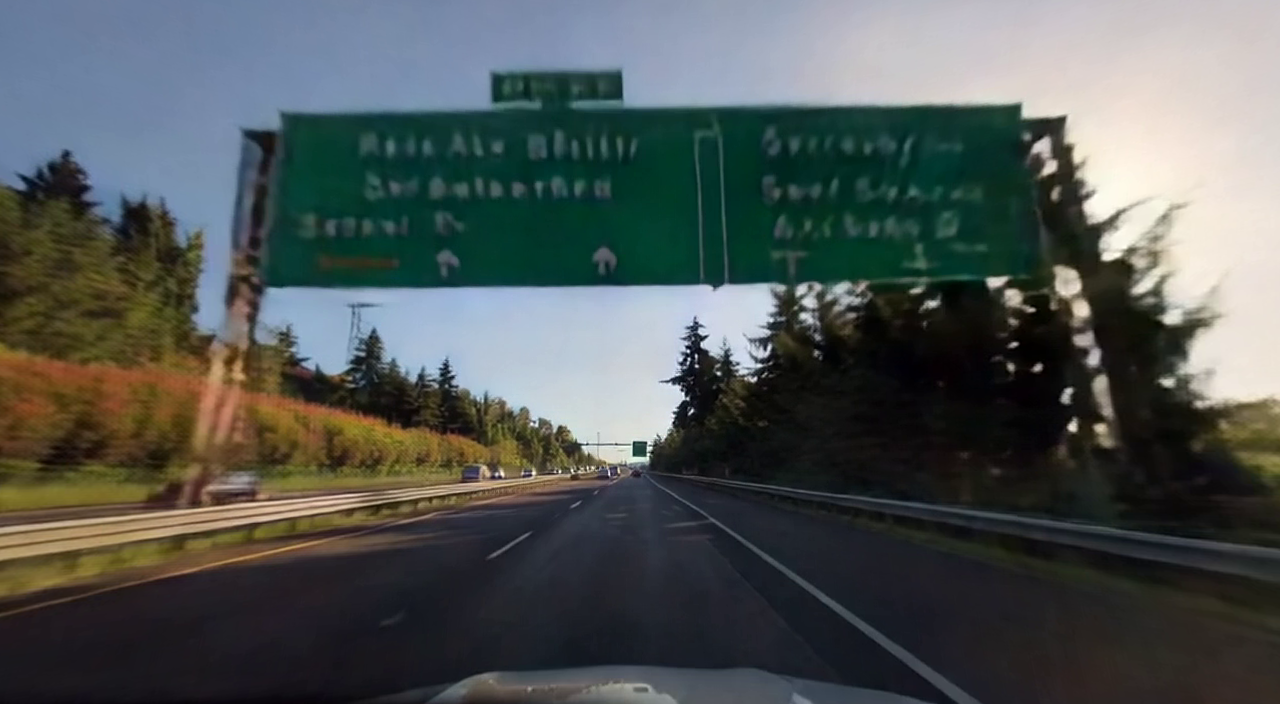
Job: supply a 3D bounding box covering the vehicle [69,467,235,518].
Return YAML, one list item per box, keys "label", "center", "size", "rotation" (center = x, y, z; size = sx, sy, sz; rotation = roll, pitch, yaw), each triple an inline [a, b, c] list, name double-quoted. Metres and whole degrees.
- label: "vehicle"
  center: [-16.026, 4.603, 21.067]
  size: [1.918, 1.458, 4.498]
  rotation: [1, -11, 0]
